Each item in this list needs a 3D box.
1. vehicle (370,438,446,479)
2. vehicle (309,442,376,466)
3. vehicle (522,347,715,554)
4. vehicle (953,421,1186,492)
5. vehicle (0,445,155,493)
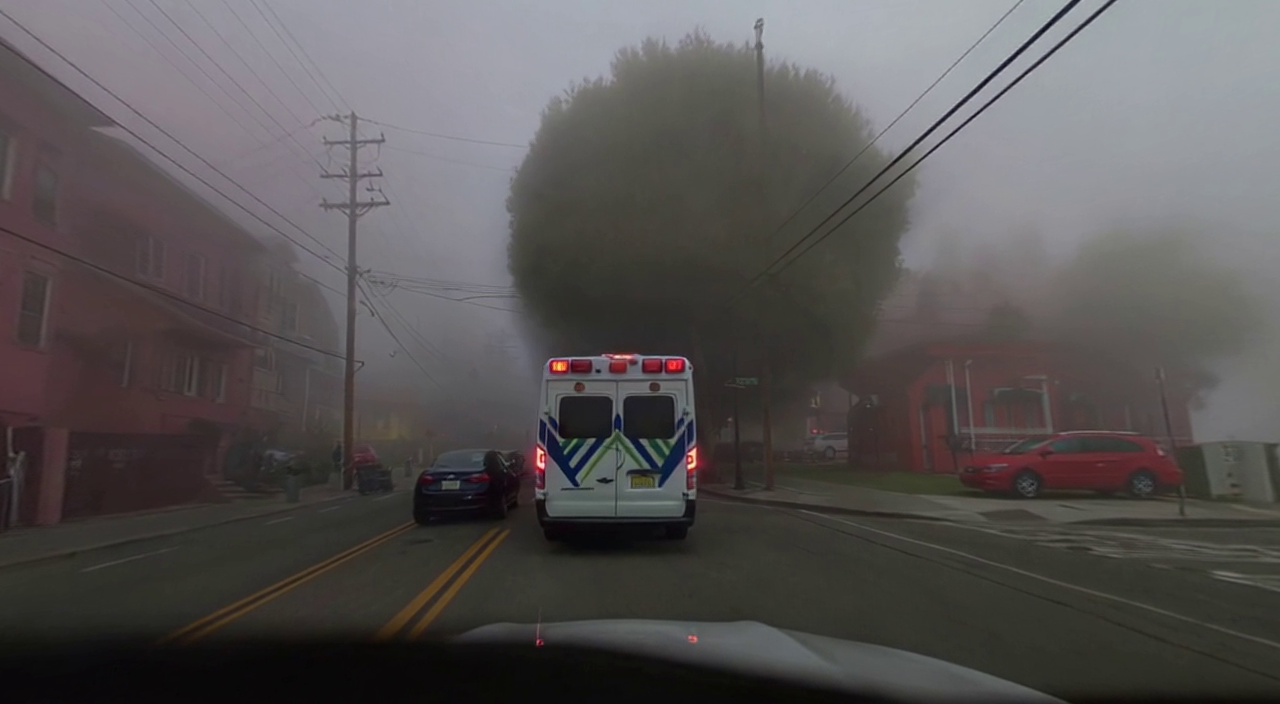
[{"bbox_3d":[-11.367,5.132,30.776,2.290,1.776,4.947,5,-10,-33],"label":"vehicle"},{"bbox_3d":[-23.194,7.912,49.298,4.616,1.738,1.974,4,-9,-26],"label":"vehicle"},{"bbox_3d":[-0.276,1.642,10.917,2.444,2.640,5.482,0,-8,0],"label":"vehicle"},{"bbox_3d":[12.835,3.170,19.341,5.270,1.966,2.329,-2,-8,10],"label":"vehicle"},{"bbox_3d":[-19.131,3.846,20.934,4.412,1.468,1.914,0,-8,-3],"label":"vehicle"}]
